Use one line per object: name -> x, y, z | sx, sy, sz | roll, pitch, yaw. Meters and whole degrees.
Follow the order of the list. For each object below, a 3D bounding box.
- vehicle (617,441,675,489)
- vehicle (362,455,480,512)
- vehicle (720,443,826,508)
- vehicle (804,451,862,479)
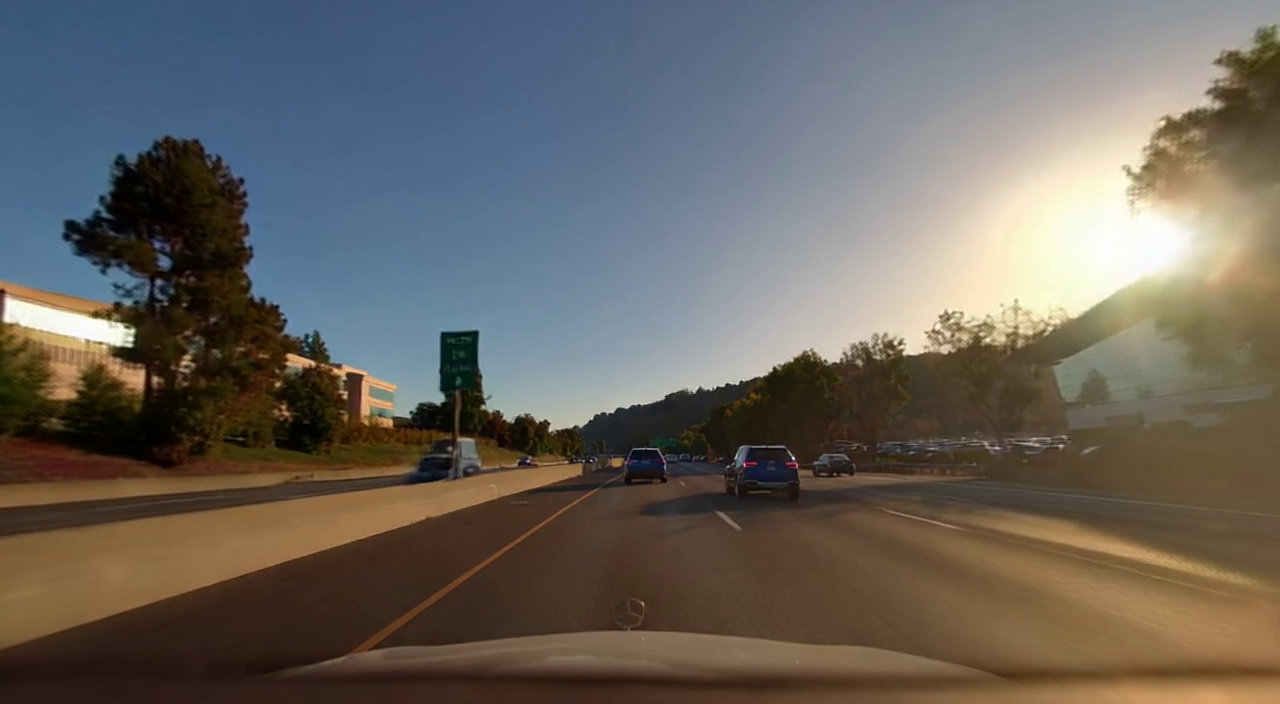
vehicle -> 0.242, 4.783, 27.140 | 2.290, 1.862, 4.454 | 0, -8, 1
vehicle -> -6.654, 4.024, 19.852 | 1.830, 1.466, 5.021 | 0, -9, 1
vehicle -> 3.562, 3.371, 17.690 | 2.042, 1.592, 4.047 | 0, -8, -1
vehicle -> 11.365, 6.677, 37.546 | 1.985, 1.503, 4.842 | 0, -8, 1
